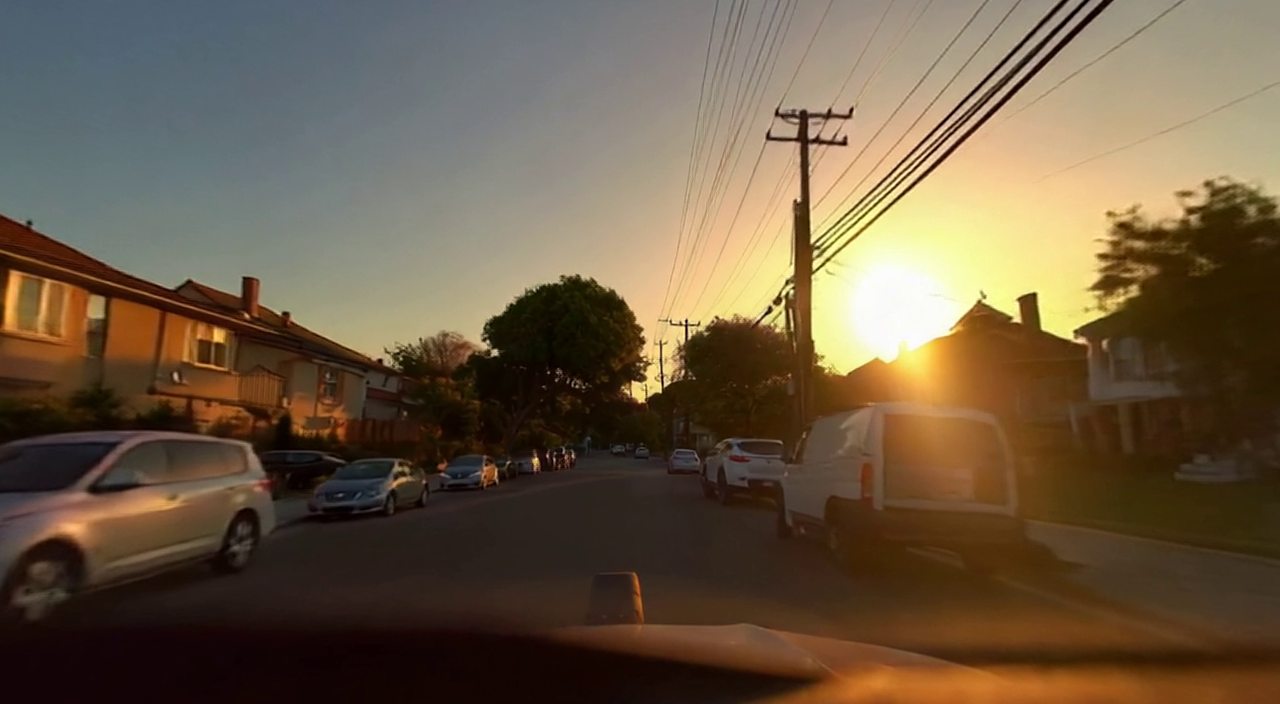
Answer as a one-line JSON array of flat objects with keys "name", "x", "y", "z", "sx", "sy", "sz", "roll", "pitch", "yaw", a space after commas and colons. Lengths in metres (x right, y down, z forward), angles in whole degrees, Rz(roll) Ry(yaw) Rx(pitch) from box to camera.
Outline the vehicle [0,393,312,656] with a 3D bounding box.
[{"name": "vehicle", "x": -5.972, "y": 1.655, "z": 7.173, "sx": 2.059, "sy": 1.969, "sz": 4.925, "roll": 0, "pitch": -8, "yaw": -3}]

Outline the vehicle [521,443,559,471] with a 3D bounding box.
[{"name": "vehicle", "x": -7.437, "y": 7.821, "z": 47.364, "sx": 2.183, "sy": 1.972, "sz": 4.817, "roll": 0, "pitch": -8, "yaw": -2}]

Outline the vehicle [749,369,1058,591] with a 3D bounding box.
[{"name": "vehicle", "x": 3.126, "y": 1.650, "z": 8.907, "sx": 2.295, "sy": 2.279, "sz": 4.578, "roll": 0, "pitch": -8, "yaw": 0}]

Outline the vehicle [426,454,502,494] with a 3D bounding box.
[{"name": "vehicle", "x": -6.857, "y": 4.754, "z": 25.074, "sx": 1.958, "sy": 1.359, "sz": 4.357, "roll": 0, "pitch": -8, "yaw": -3}]

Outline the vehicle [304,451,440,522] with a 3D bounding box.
[{"name": "vehicle", "x": -6.641, "y": 3.338, "z": 16.305, "sx": 1.866, "sy": 1.474, "sz": 4.753, "roll": 0, "pitch": -8, "yaw": -6}]

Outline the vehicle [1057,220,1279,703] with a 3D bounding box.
[{"name": "vehicle", "x": 3.237, "y": 0.362, "z": 0.292, "sx": 2.237, "sy": 2.071, "sz": 5.332, "roll": 0, "pitch": -8, "yaw": -2}]
